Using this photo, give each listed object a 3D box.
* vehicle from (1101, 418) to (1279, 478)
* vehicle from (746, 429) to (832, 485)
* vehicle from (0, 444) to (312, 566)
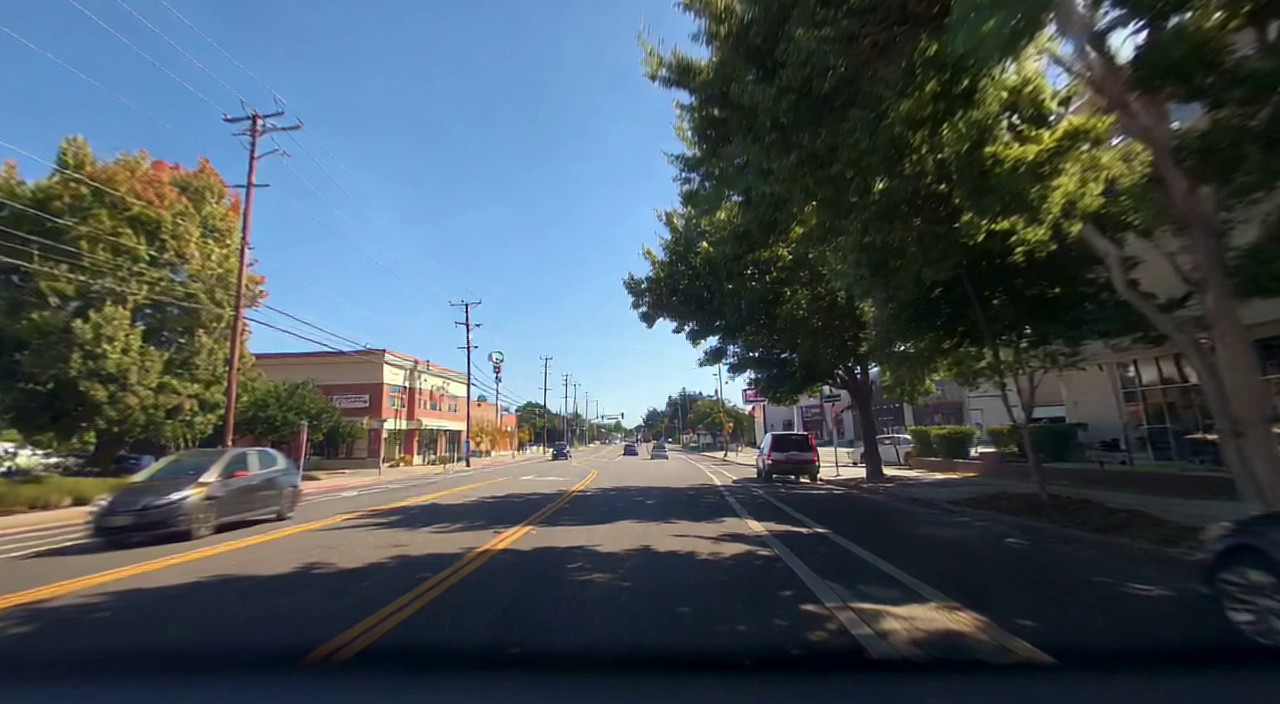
[{"bbox_3d":[17.130,2.985,19.508,4.159,1.721,1.994,1,-9,-6],"label":"vehicle"},{"bbox_3d":[5.452,3.909,23.732,2.182,1.850,4.705,0,-9,2],"label":"vehicle"},{"bbox_3d":[-7.389,2.202,9.979,1.913,1.464,4.526,0,-8,0],"label":"vehicle"}]
